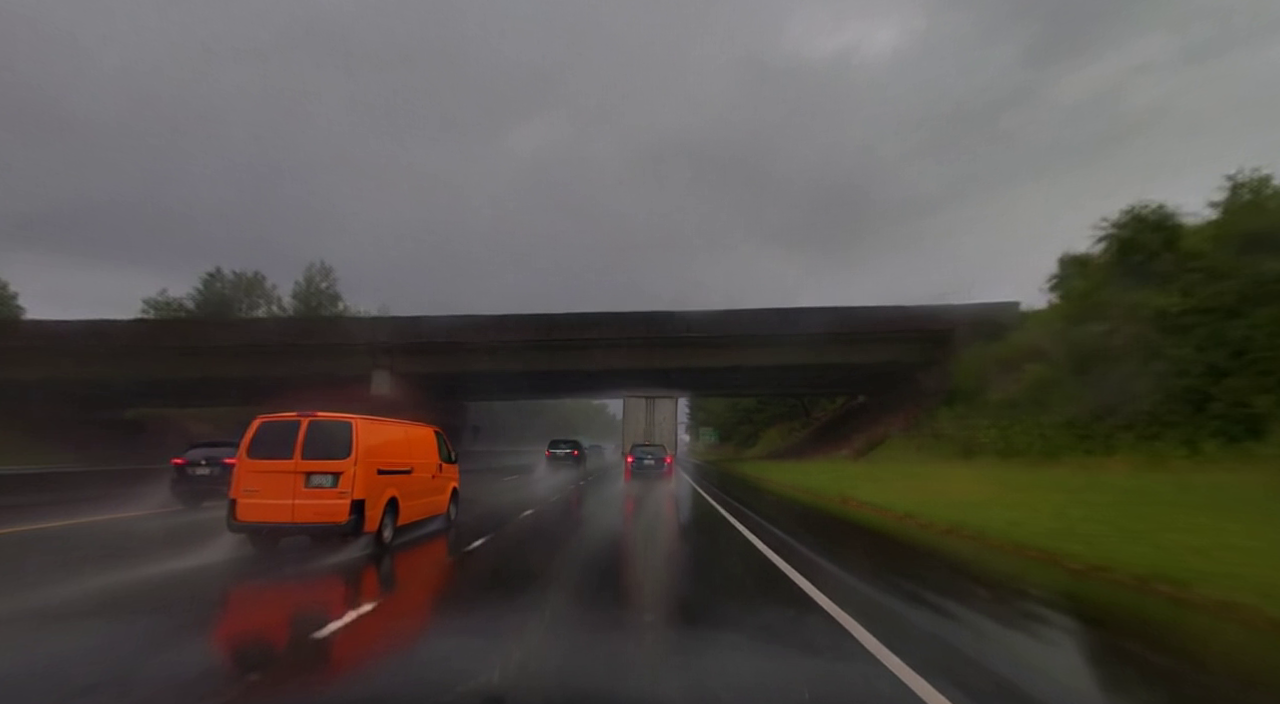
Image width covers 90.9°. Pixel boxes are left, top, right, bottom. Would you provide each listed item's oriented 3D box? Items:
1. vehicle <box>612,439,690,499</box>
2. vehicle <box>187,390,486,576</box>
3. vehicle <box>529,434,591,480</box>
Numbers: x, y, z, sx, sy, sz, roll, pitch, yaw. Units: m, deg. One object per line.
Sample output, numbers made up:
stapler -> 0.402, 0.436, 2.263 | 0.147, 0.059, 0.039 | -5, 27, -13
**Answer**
vehicle -> 0.264, 3.248, 17.764 | 1.991, 1.507, 3.391 | 0, -9, 0
vehicle -> -3.583, 1.636, 8.471 | 1.951, 1.882, 3.979 | 0, -9, 1
vehicle -> -3.408, 4.583, 27.687 | 2.068, 1.862, 4.234 | 0, -9, 1
